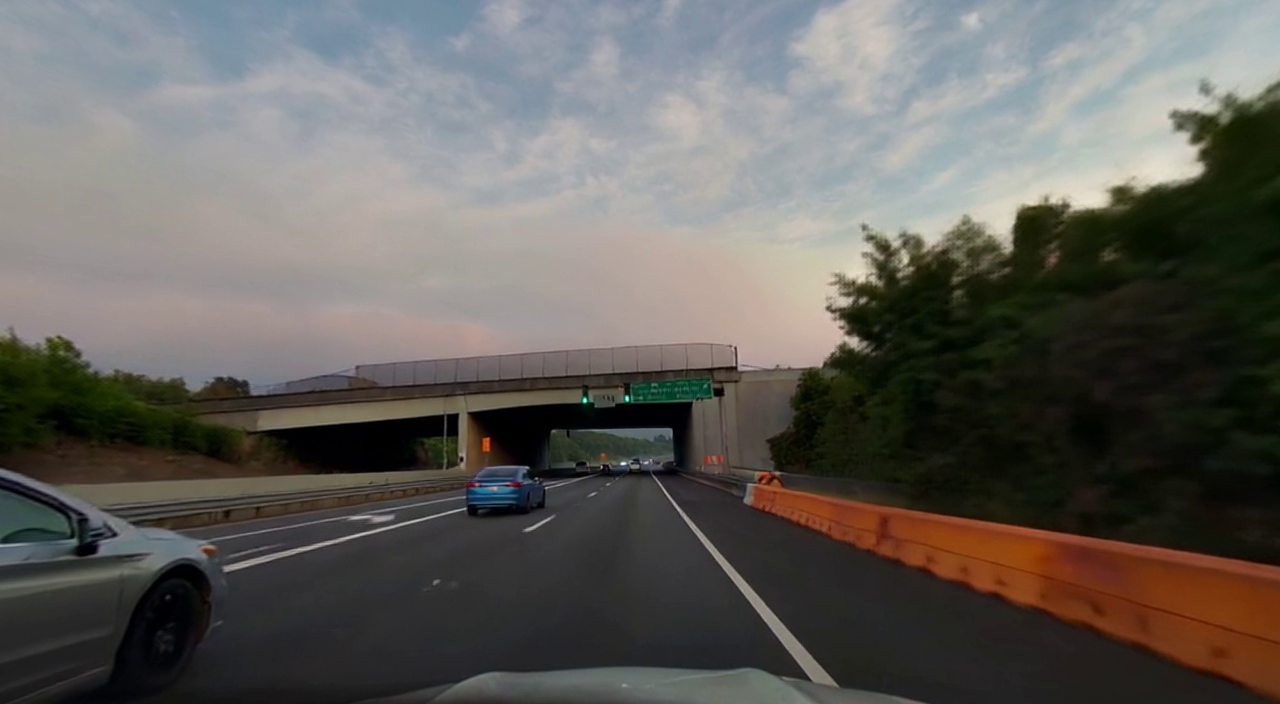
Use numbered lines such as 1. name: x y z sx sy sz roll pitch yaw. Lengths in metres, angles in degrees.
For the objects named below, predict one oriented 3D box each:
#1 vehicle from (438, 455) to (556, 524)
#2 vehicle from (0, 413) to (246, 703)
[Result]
1. vehicle: -3.395 3.361 15.735 1.992 1.466 3.690 1 -10 1
2. vehicle: -3.684 0.829 1.658 2.023 1.507 5.082 1 -10 0
